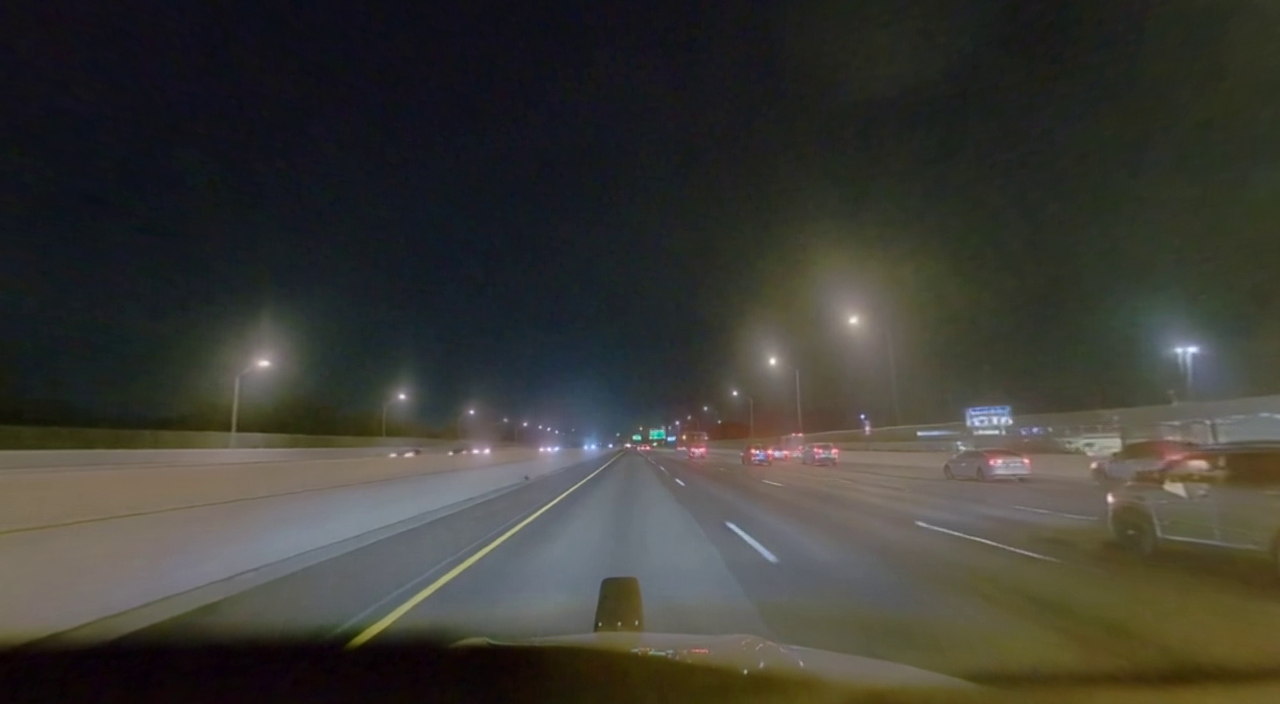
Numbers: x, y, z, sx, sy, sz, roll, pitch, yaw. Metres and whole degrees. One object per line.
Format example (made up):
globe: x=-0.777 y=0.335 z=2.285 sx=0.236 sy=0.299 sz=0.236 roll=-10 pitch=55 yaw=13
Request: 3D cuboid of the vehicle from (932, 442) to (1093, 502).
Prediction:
vehicle: x=9.906 y=3.201 z=17.247 sx=1.836 sy=1.418 sz=4.132 roll=0 pitch=-9 yaw=-1

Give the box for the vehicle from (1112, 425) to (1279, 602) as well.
vehicle: x=6.279 y=1.273 z=4.764 sx=1.821 sy=1.470 sz=4.633 roll=0 pitch=-9 yaw=0
